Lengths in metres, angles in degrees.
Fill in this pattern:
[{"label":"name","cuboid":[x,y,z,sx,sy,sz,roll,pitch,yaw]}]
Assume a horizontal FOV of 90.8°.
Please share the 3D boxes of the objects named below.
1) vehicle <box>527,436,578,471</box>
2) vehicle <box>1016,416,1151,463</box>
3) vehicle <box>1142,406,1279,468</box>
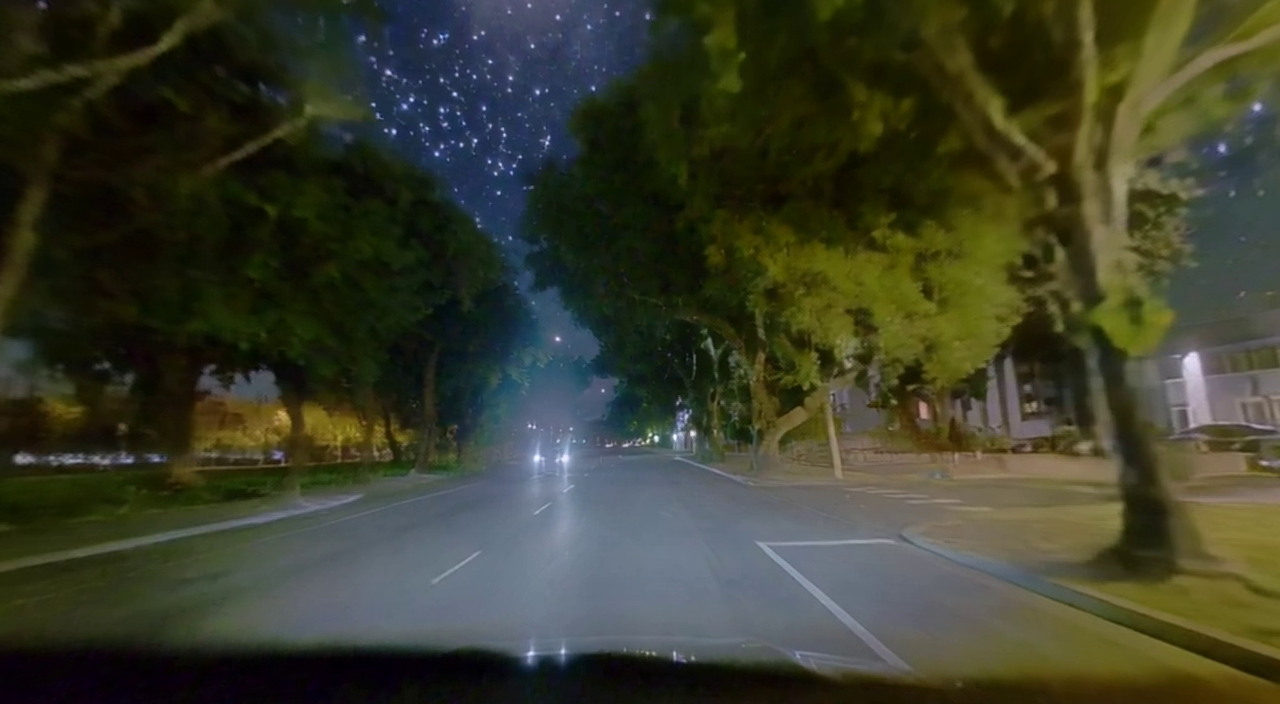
[{"label":"vehicle","cuboid":[-5.274,6.172,38.733,2.252,1.936,5.538,-1,-8,1]},{"label":"vehicle","cuboid":[20.643,4.130,29.595,4.593,1.776,2.094,-4,-9,0]},{"label":"vehicle","cuboid":[20.735,2.916,21.979,4.526,1.840,2.161,-4,-9,0]}]
